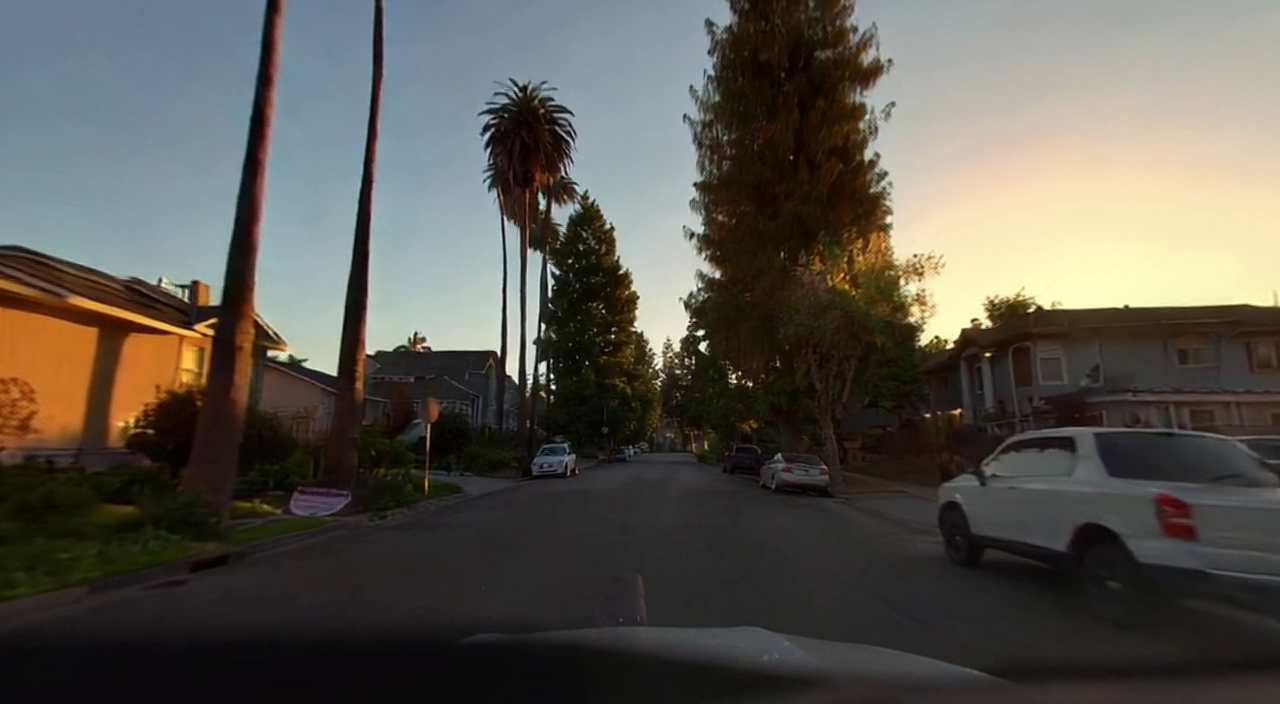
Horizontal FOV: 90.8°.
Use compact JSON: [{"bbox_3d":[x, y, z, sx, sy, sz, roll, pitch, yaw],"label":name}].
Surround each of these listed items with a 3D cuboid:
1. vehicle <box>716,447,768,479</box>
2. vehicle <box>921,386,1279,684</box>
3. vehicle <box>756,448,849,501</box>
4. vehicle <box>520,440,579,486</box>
[{"bbox_3d":[5.318,5.826,33.538,1.991,1.554,4.501,0,-9,0],"label":"vehicle"},{"bbox_3d":[5.072,1.547,6.440,2.131,1.824,5.229,2,-9,1],"label":"vehicle"},{"bbox_3d":[5.298,4.028,21.222,2.056,1.464,4.493,2,-9,2],"label":"vehicle"},{"bbox_3d":[-4.191,5.212,30.034,2.149,1.877,5.082,-2,-9,-1],"label":"vehicle"}]
